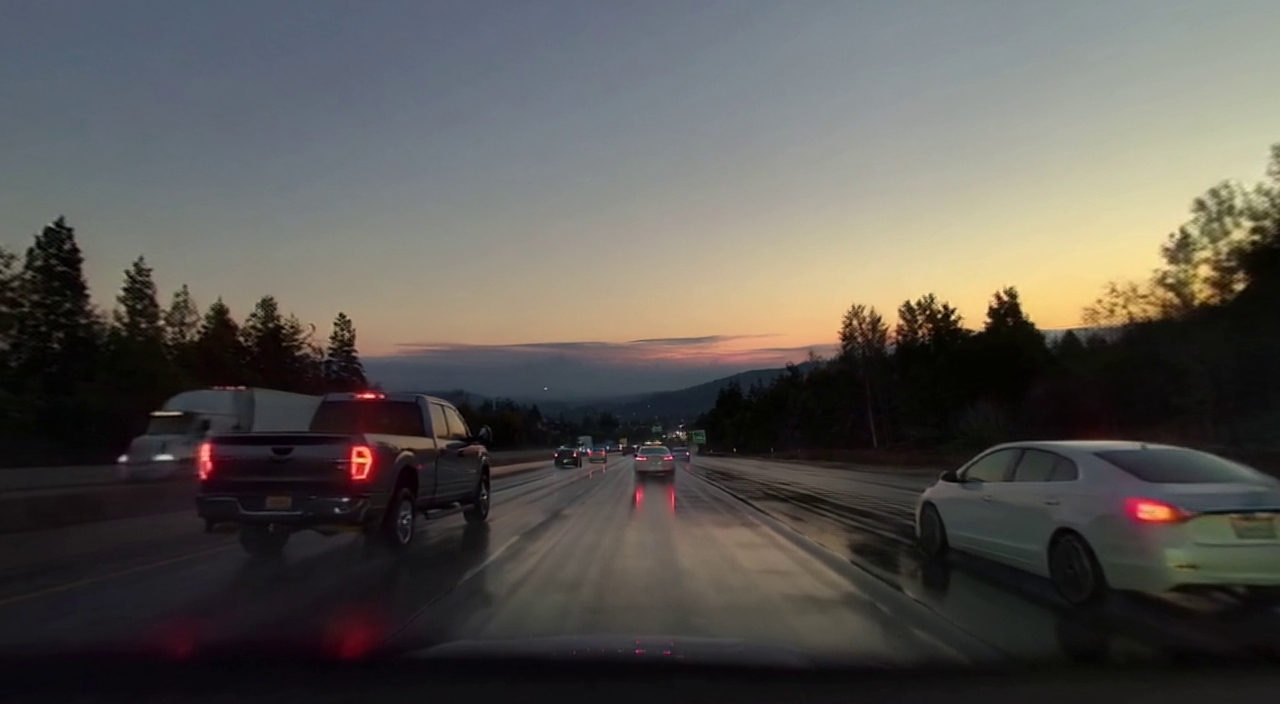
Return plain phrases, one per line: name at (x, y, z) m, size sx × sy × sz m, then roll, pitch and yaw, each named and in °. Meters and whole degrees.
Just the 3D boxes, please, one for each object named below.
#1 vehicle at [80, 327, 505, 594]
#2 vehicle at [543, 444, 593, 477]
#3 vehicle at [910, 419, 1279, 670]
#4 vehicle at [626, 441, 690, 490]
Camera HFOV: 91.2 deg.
vehicle at (-3.837, 1.431, 8.851) m, size 2.523 × 2.458 × 6.022 m, roll 0°, pitch -9°, yaw 0°
vehicle at (-3.522, 5.372, 31.295) m, size 1.940 × 1.502 × 4.463 m, roll 0°, pitch -9°, yaw 0°
vehicle at (4.428, 1.467, 5.864) m, size 1.961 × 1.491 × 4.035 m, roll 0°, pitch -9°, yaw -1°
vehicle at (0.539, 3.918, 21.949) m, size 2.015 × 1.526 × 4.286 m, roll 0°, pitch -9°, yaw -1°
